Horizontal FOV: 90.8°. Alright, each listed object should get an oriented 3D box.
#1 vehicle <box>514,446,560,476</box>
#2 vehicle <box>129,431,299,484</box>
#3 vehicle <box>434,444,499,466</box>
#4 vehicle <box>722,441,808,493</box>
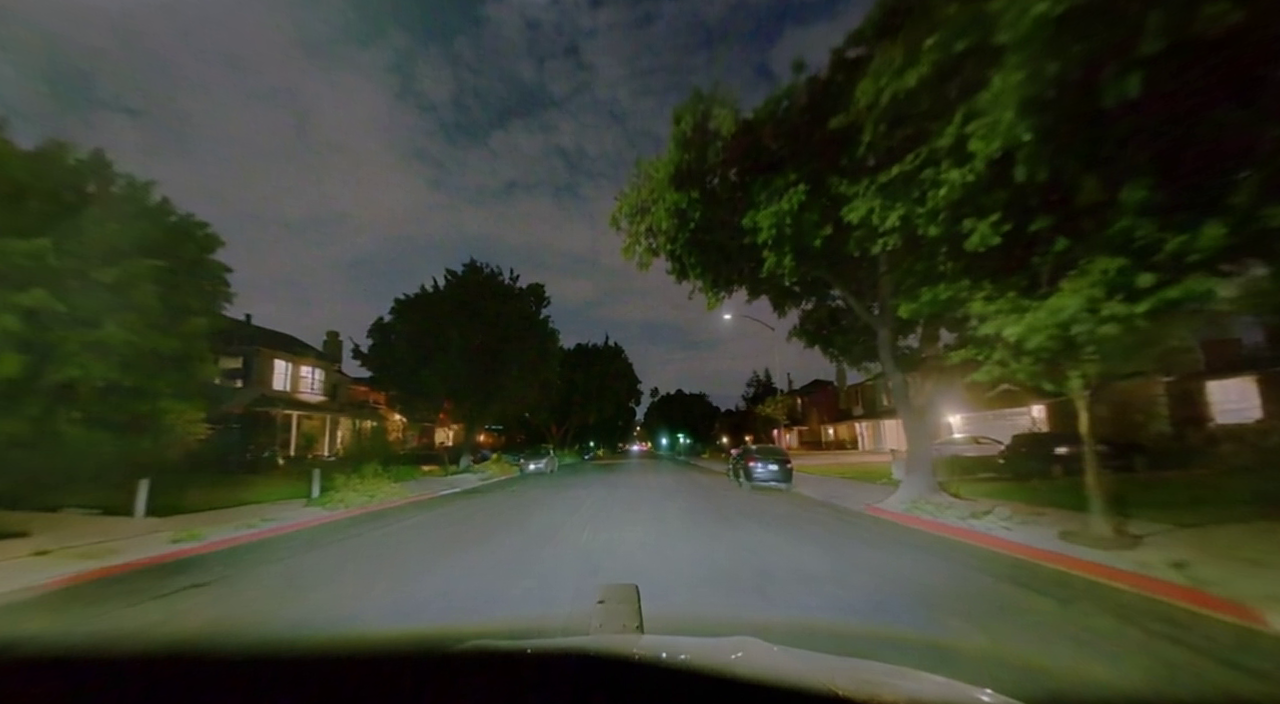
[{"bbox_3d":[-5.909,6.288,36.794,1.944,1.621,4.187,-1,-9,1],"label":"vehicle"},{"bbox_3d":[-15.202,3.781,22.800,4.530,1.777,2.107,0,-8,-2],"label":"vehicle"},{"bbox_3d":[-12.522,7.452,45.817,4.135,1.567,1.944,0,-8,2],"label":"vehicle"},{"bbox_3d":[4.135,3.860,21.677,1.996,1.585,4.371,0,-8,-1],"label":"vehicle"}]
